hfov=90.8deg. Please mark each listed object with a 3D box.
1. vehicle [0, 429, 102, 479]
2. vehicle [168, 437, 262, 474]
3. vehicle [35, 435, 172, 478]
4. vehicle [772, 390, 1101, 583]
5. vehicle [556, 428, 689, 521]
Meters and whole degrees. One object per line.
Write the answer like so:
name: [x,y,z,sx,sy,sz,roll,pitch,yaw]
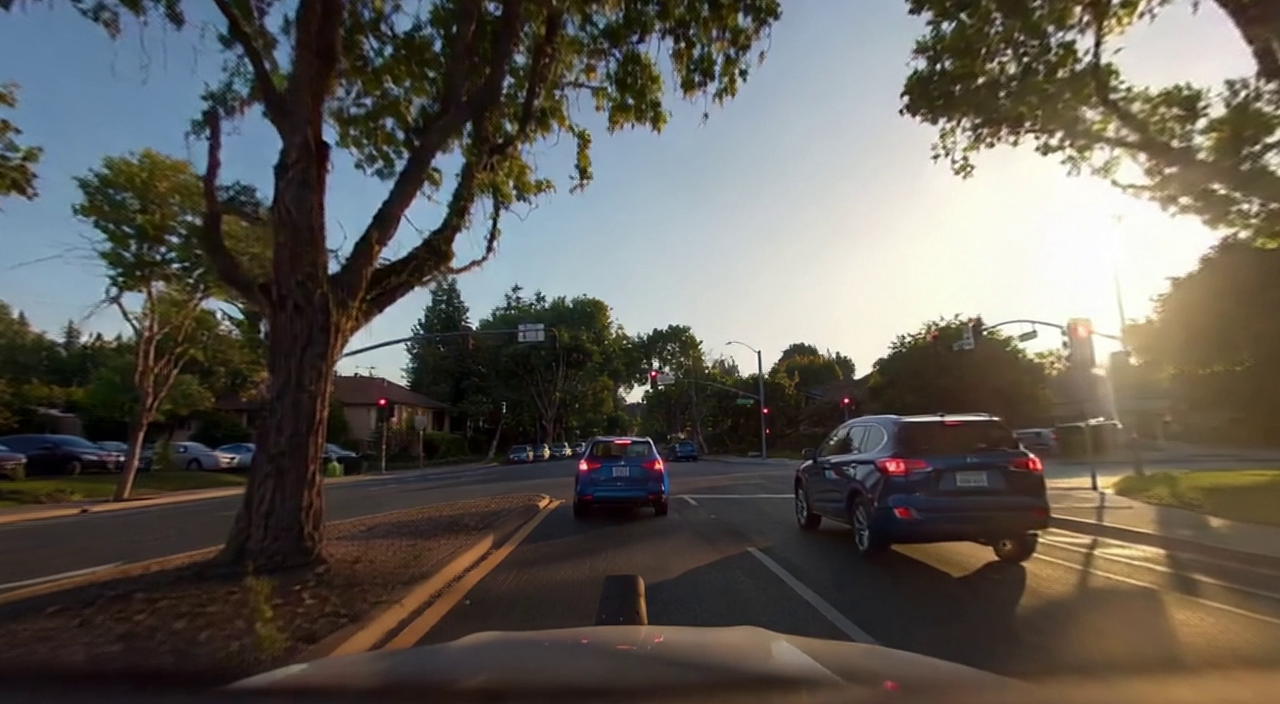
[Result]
vehicle: [-28.895,4.748,29.510,5.285,2.200,2.387,4,-9,-32]
vehicle: [-28.423,6.902,42.341,4.943,2.110,2.217,3,-11,-39]
vehicle: [-28.514,5.544,33.871,5.119,2.119,2.199,5,-9,-30]
vehicle: [3.192,1.564,8.069,2.046,1.768,4.370,0,-9,0]
vehicle: [-0.321,2.370,12.790,2.177,1.512,4.682,0,-9,-1]
